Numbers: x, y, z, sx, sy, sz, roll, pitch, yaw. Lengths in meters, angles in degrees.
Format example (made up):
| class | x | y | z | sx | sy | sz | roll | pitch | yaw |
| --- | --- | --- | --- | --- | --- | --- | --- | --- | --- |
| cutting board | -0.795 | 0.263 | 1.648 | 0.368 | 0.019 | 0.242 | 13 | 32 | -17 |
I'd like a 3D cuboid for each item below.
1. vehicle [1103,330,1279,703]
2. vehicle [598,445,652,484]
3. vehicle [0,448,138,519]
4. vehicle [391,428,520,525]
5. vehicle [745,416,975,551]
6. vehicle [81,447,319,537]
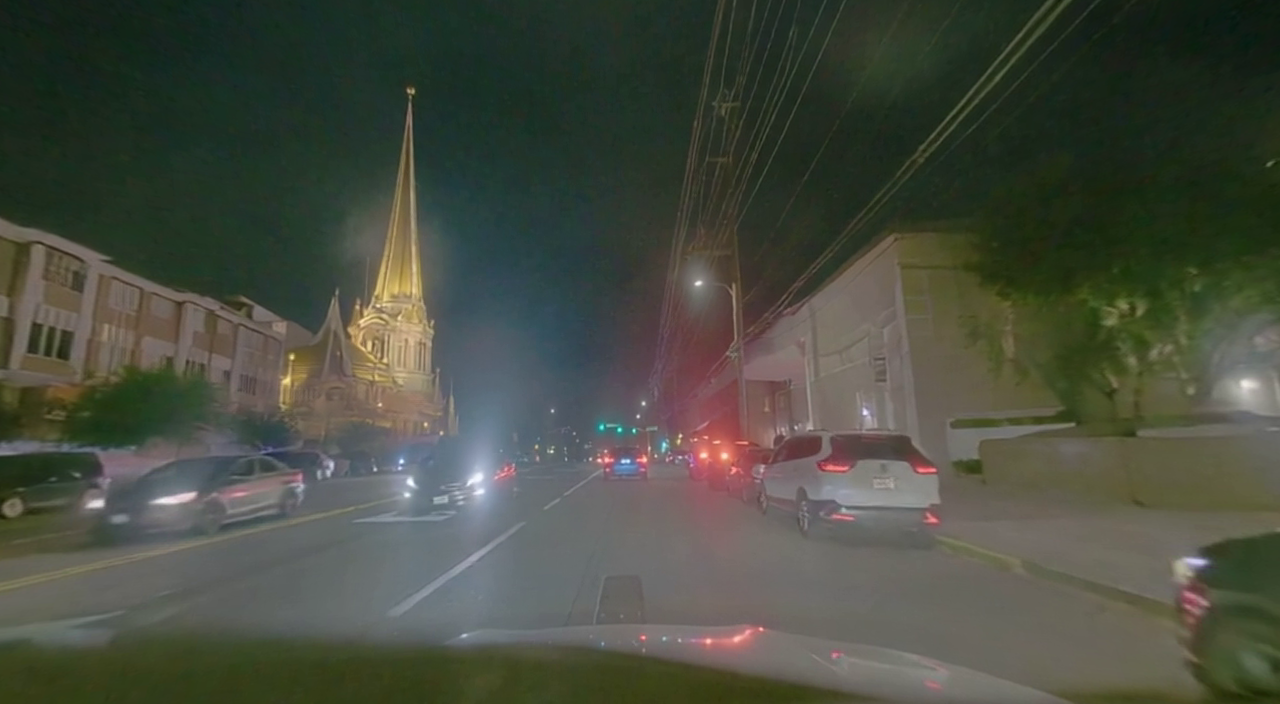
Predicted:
| class | x | y | z | sx | sy | sz | roll | pitch | yaw |
| --- | --- | --- | --- | --- | --- | --- | --- | --- | --- |
| vehicle | 3.649 | 0.612 | 1.085 | 2.133 | 1.791 | 4.642 | 1 | -9 | -1 |
| vehicle | -0.591 | 4.653 | 26.562 | 2.049 | 1.453 | 4.299 | -1 | -8 | 0 |
| vehicle | -18.521 | 3.835 | 18.654 | 5.376 | 1.885 | 2.218 | 0 | -8 | -1 |
| vehicle | -3.911 | 2.604 | 13.901 | 2.240 | 1.731 | 4.470 | 1 | -9 | -13 |
| vehicle | 3.462 | 2.216 | 11.359 | 2.106 | 1.750 | 5.328 | 2 | -9 | -1 |
| vehicle | -8.878 | 2.793 | 13.335 | 1.996 | 1.547 | 4.238 | 0 | -8 | -1 |
